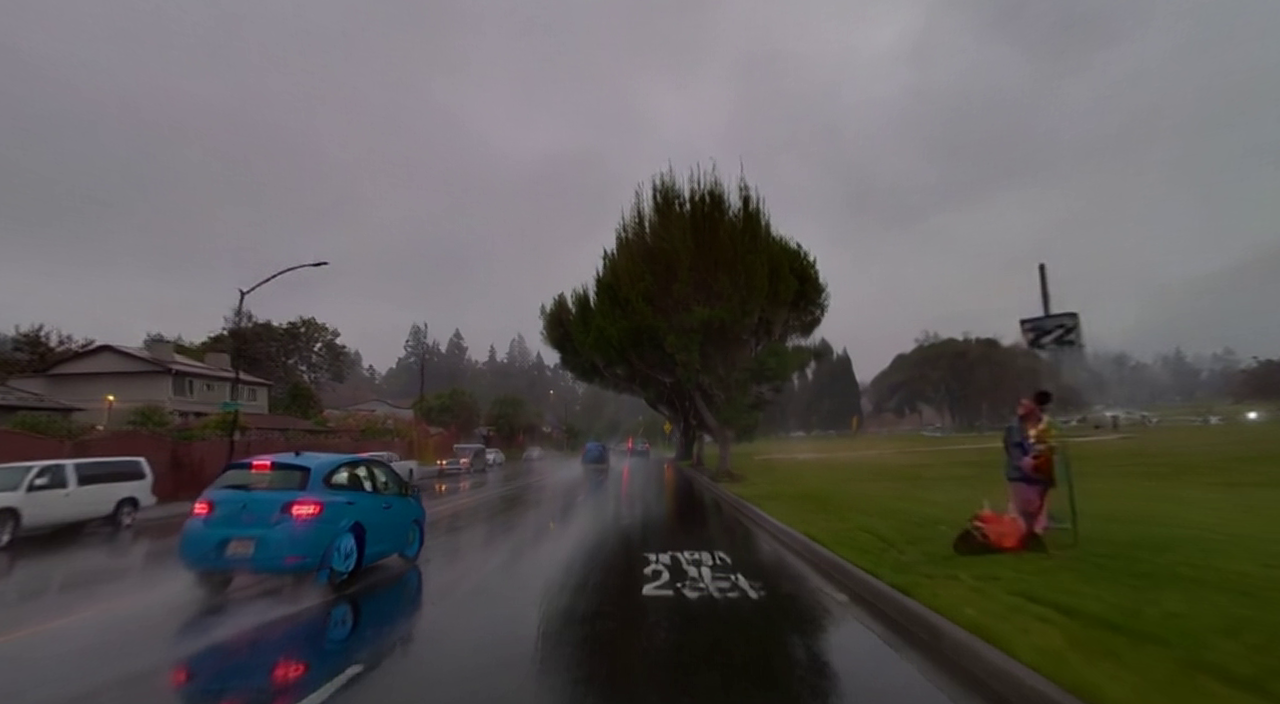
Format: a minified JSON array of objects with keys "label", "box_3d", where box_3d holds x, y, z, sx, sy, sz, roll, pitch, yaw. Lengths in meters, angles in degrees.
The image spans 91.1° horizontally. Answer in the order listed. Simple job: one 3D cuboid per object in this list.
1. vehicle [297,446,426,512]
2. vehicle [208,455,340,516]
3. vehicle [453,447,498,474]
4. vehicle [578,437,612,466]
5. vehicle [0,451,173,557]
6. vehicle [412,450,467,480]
[{"label":"vehicle","box_3d":[-9.032,4.110,20.917,2.019,1.907,4.697,0,-8,1]},{"label":"vehicle","box_3d":[-12.221,4.426,21.355,1.910,1.462,4.581,-4,-7,-2]},{"label":"vehicle","box_3d":[-12.143,8.001,46.606,2.066,1.785,4.608,1,-8,0]},{"label":"vehicle","box_3d":[-2.922,6.624,41.806,1.908,1.809,4.230,0,-8,1]},{"label":"vehicle","box_3d":[-12.187,2.922,12.548,1.904,1.728,4.997,1,-8,-1]},{"label":"vehicle","box_3d":[-12.237,6.894,38.651,2.106,1.701,4.629,0,-8,-3]}]
